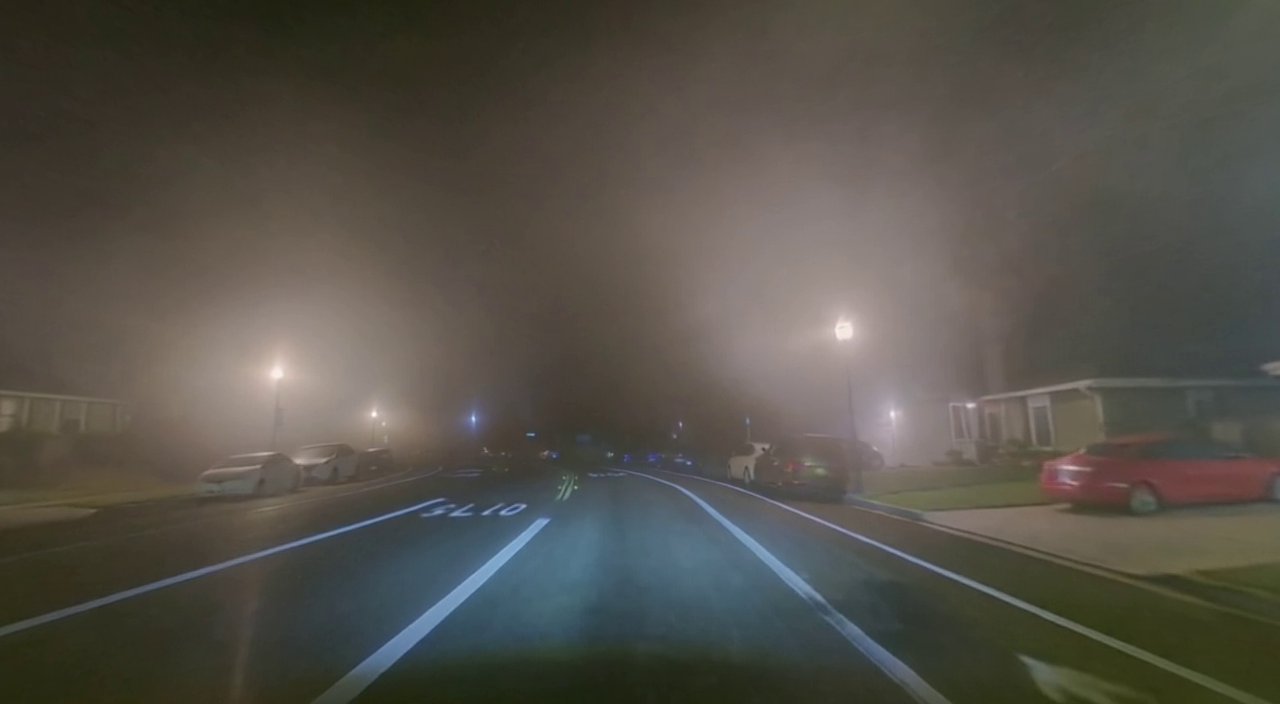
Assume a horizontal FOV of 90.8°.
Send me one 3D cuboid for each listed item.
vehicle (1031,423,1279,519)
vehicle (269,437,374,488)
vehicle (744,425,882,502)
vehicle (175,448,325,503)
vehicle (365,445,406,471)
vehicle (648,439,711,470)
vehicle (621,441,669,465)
[{"bbox_3d":[10.297,2.170,11.921,4.512,1.477,1.927,-2,-9,-3],"label":"vehicle"},{"bbox_3d":[-12.481,4.324,25.187,2.107,1.810,4.708,1,-8,-6],"label":"vehicle"},{"bbox_3d":[4.451,2.966,17.172,2.184,1.770,4.651,1,-8,-4],"label":"vehicle"},{"bbox_3d":[-11.970,3.783,19.857,2.012,1.478,4.661,1,-8,-4],"label":"vehicle"},{"bbox_3d":[-15.493,6.456,38.660,1.943,1.476,4.714,3,-9,-17],"label":"vehicle"},{"bbox_3d":[2.166,5.753,35.805,2.367,1.614,4.463,3,-9,-13],"label":"vehicle"},{"bbox_3d":[0.289,6.743,42.405,1.844,1.485,4.193,4,-9,-19],"label":"vehicle"}]
